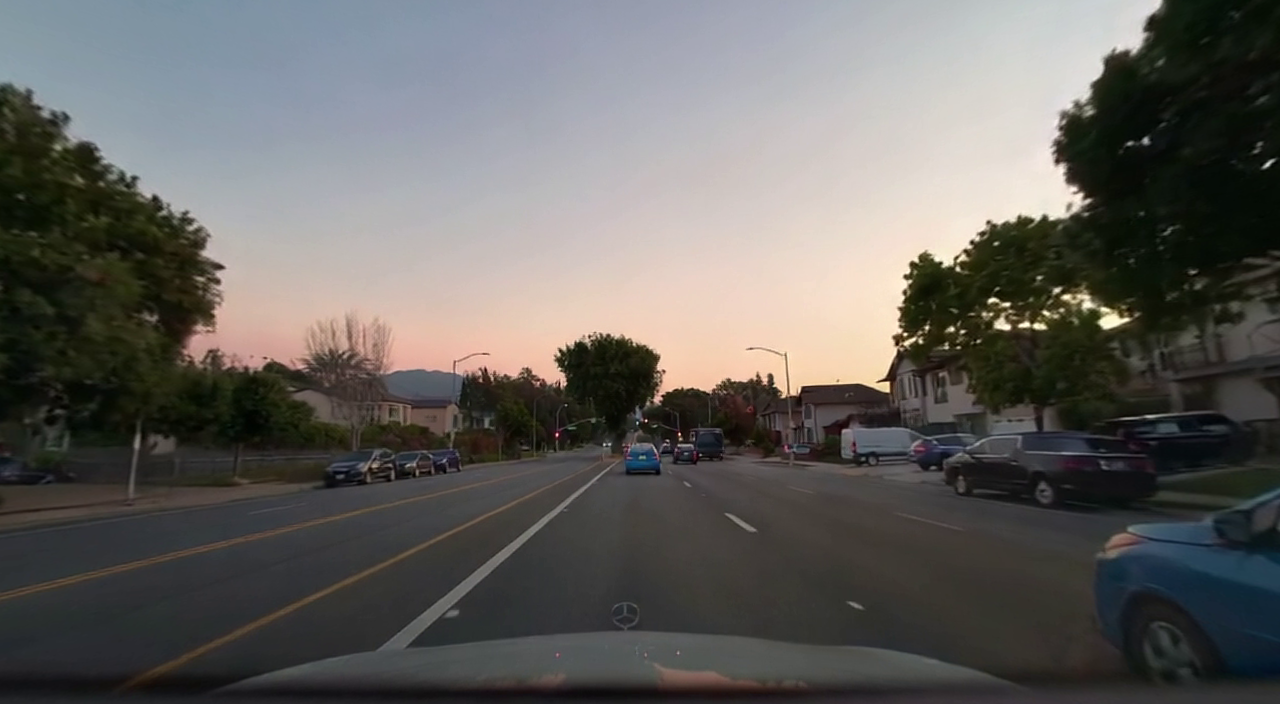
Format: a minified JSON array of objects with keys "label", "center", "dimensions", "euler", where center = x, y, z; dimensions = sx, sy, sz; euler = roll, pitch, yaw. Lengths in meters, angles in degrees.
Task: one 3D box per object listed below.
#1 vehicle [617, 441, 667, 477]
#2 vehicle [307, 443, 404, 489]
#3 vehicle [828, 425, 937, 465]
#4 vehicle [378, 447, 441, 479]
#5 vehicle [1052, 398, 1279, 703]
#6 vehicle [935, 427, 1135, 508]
[{"label":"vehicle","center":[0.055,4.808,28.668],"dimensions":[2.093,1.497,4.010],"euler":[0,-9,-1]},{"label":"vehicle","center":[-14.526,5.819,32.762],"dimensions":[2.351,2.008,5.971],"euler":[-3,-9,-1]},{"label":"vehicle","center":[14.717,5.673,38.585],"dimensions":[5.696,2.299,2.292],"euler":[0,-9,-2]},{"label":"vehicle","center":[-14.464,6.955,39.954],"dimensions":[2.140,1.899,4.900],"euler":[0,-9,0]},{"label":"vehicle","center":[3.542,0.809,1.645],"dimensions":[1.992,1.505,4.333],"euler":[0,-9,0]},{"label":"vehicle","center":[9.720,2.874,16.136],"dimensions":[2.139,1.772,4.468],"euler":[0,-9,-1]}]
